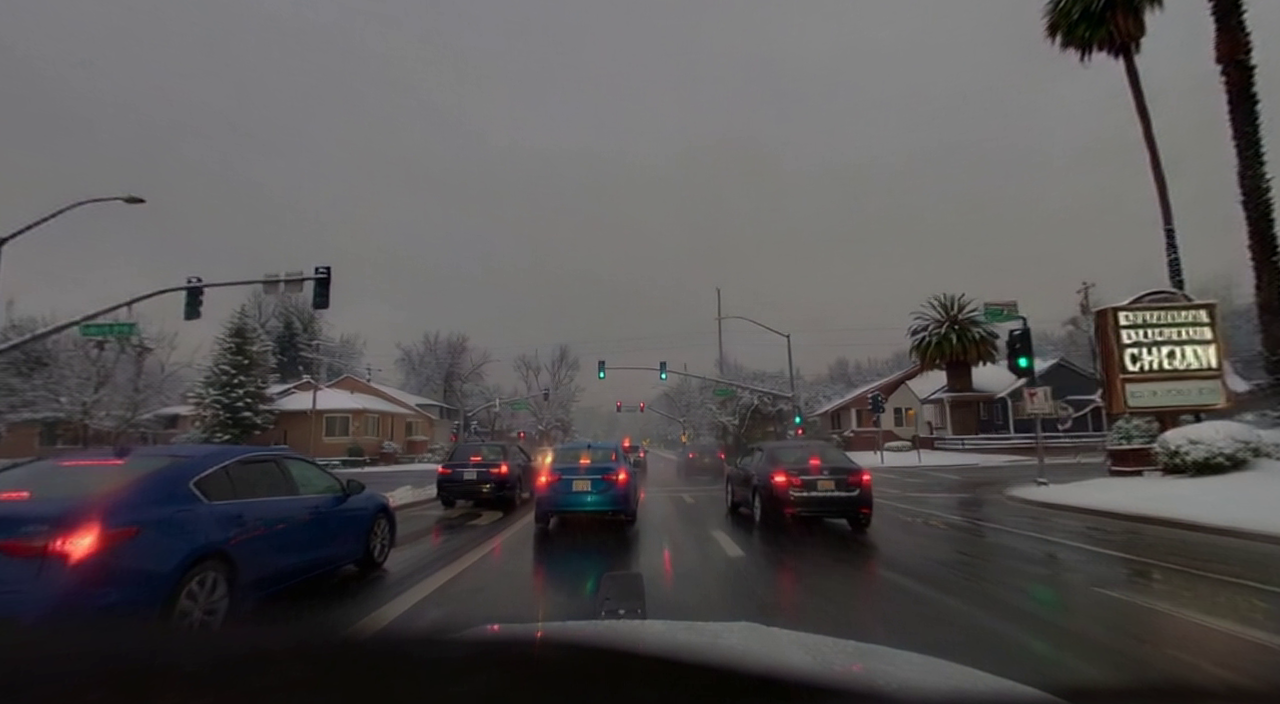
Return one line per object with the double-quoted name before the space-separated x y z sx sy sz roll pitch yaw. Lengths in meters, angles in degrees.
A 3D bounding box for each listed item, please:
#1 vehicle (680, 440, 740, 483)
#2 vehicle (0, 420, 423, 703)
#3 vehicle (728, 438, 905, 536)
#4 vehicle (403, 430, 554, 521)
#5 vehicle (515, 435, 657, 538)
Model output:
"vehicle" 2.826 4.523 26.363 1.956 1.615 4.205 0 -8 -1
"vehicle" -3.683 1.419 5.419 2.058 1.474 4.473 0 -8 0
"vehicle" 2.997 2.386 11.841 2.014 1.464 4.312 0 -8 -1
"vehicle" -3.385 2.691 14.333 2.024 1.701 4.572 -1 -8 3
"vehicle" -0.814 2.292 11.364 2.104 1.500 3.815 0 -8 0
